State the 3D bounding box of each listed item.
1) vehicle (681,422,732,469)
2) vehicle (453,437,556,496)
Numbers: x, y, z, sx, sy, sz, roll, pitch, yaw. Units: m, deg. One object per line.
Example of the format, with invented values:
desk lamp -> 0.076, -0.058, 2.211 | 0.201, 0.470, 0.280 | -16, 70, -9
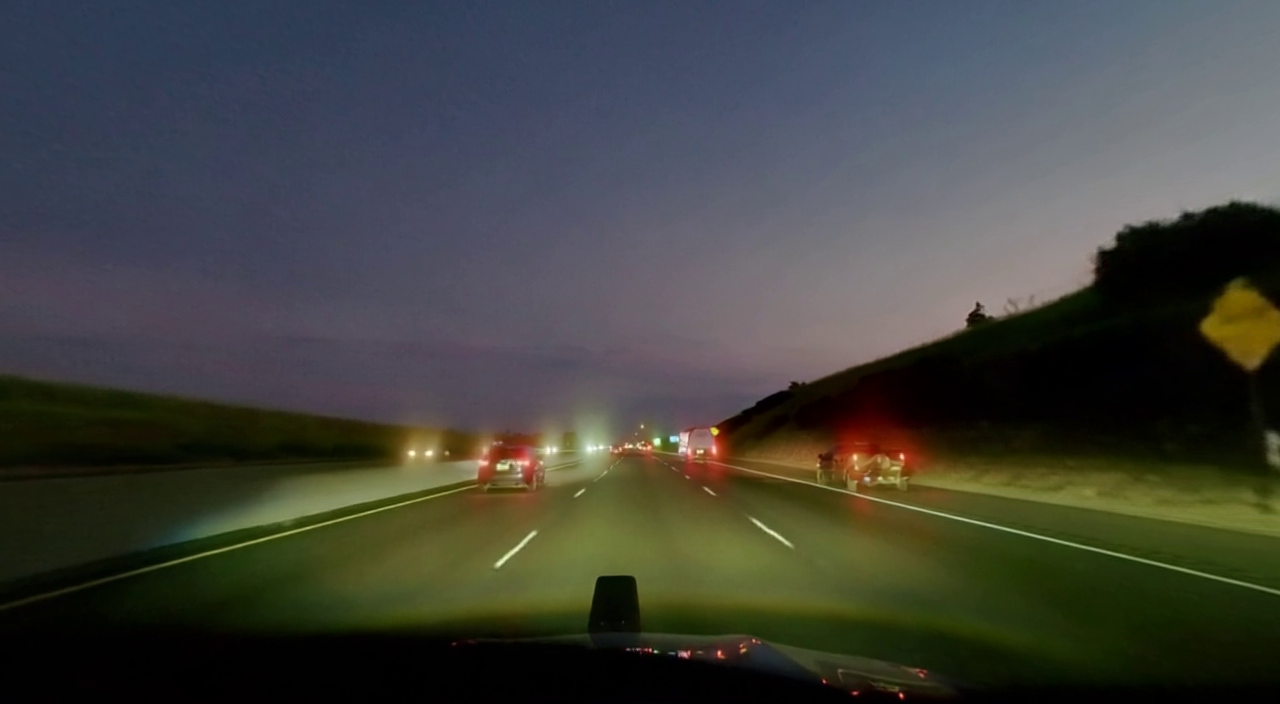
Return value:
vehicle -> 3.935, 5.712, 38.420 | 2.361, 2.636, 5.684 | 0, -9, -1
vehicle -> -3.821, 3.333, 18.636 | 2.054, 1.529, 4.368 | 0, -9, 1
